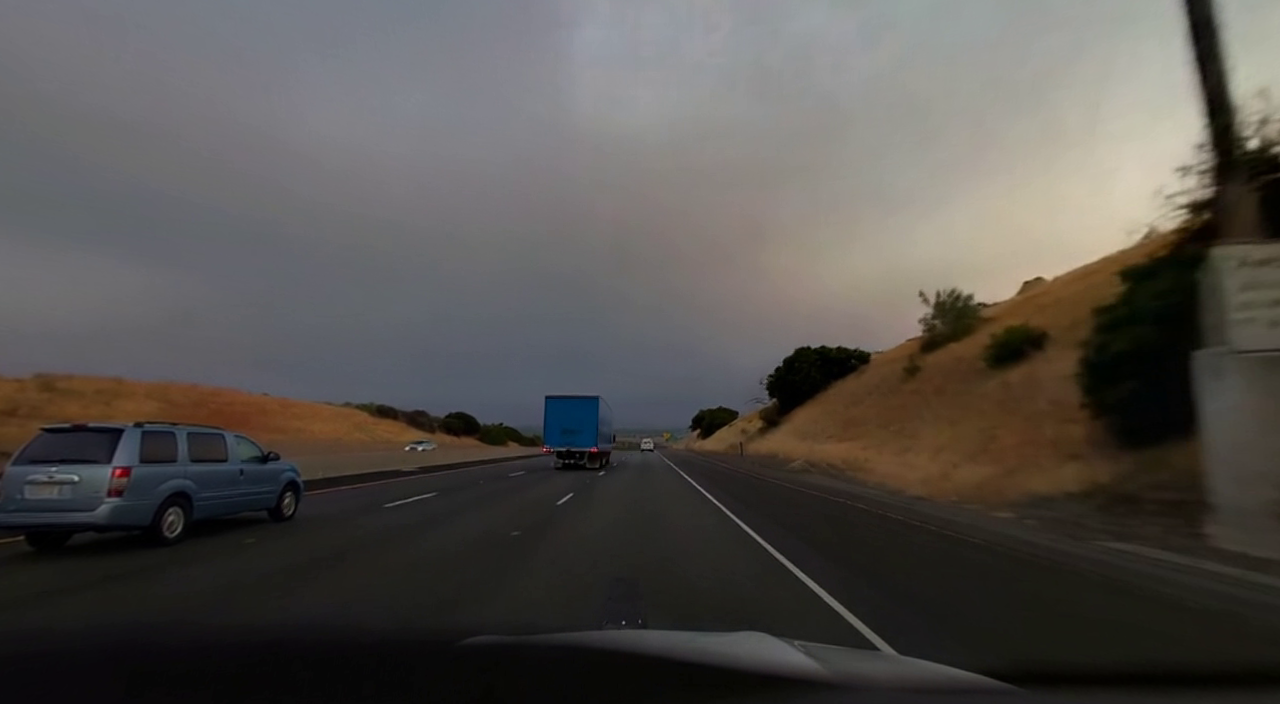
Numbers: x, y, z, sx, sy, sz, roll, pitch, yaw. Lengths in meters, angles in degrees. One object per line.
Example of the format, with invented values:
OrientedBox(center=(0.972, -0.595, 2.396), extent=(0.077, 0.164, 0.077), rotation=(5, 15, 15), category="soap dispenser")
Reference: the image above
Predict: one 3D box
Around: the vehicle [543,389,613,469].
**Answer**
OrientedBox(center=(-3.458, 5.027, 39.740), extent=(2.893, 4.073, 15.281), rotation=(0, -8, 0), category="vehicle")

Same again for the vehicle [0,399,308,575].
OrientedBox(center=(-7.471, 1.816, 9.377), extent=(2.175, 1.860, 5.236), rotation=(0, -8, 0), category="vehicle")
